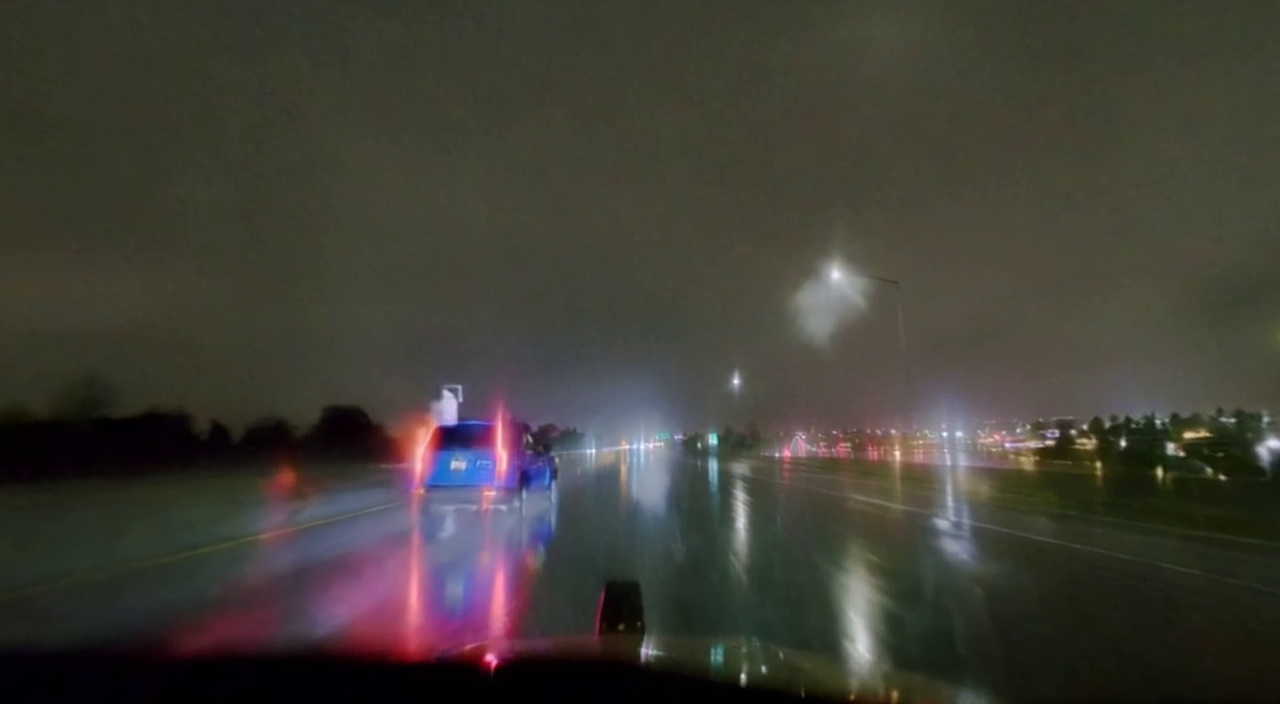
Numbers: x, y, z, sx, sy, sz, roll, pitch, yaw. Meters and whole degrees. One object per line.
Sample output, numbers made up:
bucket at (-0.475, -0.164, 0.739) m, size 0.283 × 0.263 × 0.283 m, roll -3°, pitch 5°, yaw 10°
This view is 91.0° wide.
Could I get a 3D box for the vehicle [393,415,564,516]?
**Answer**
vehicle at (-3.466, 2.622, 15.048) m, size 2.431 × 1.928 × 5.760 m, roll 0°, pitch -9°, yaw 1°
